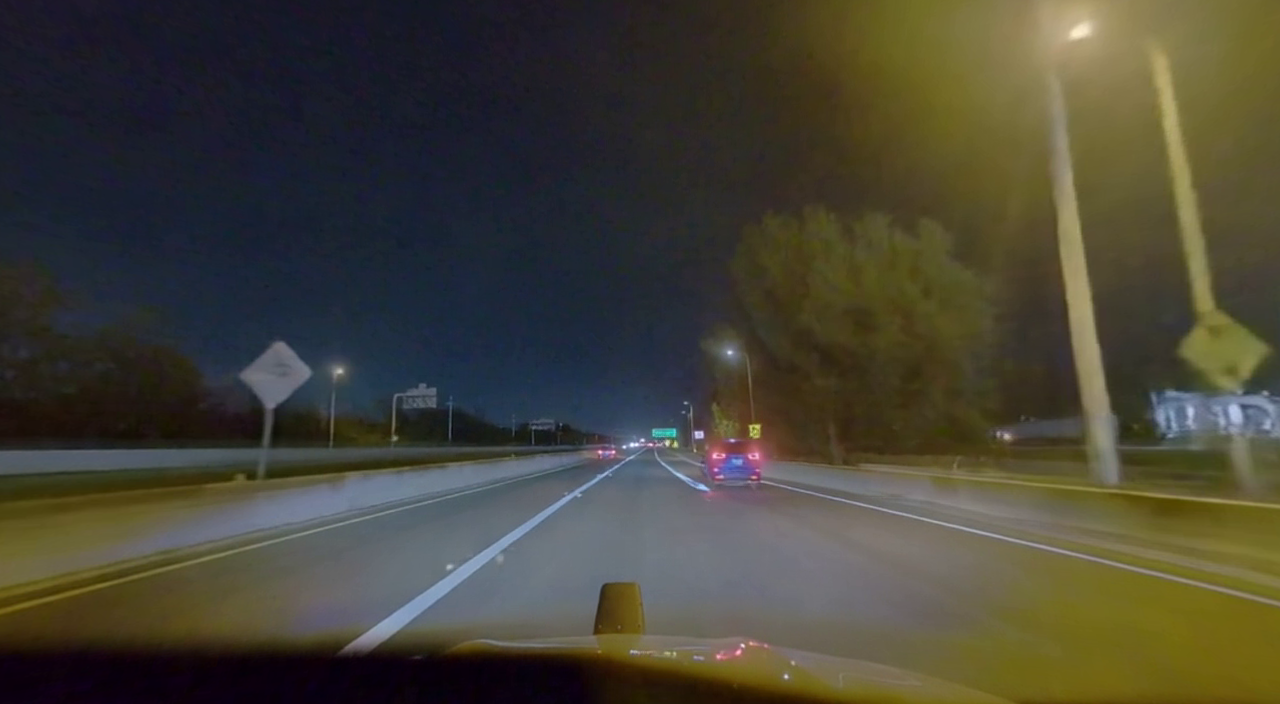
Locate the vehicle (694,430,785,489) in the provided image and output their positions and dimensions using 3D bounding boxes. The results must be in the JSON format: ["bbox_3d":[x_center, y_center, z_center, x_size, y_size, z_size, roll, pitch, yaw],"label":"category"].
[{"bbox_3d":[3.302,3.712,22.073,2.296,1.790,5.067,0,-9,0],"label":"vehicle"}]
